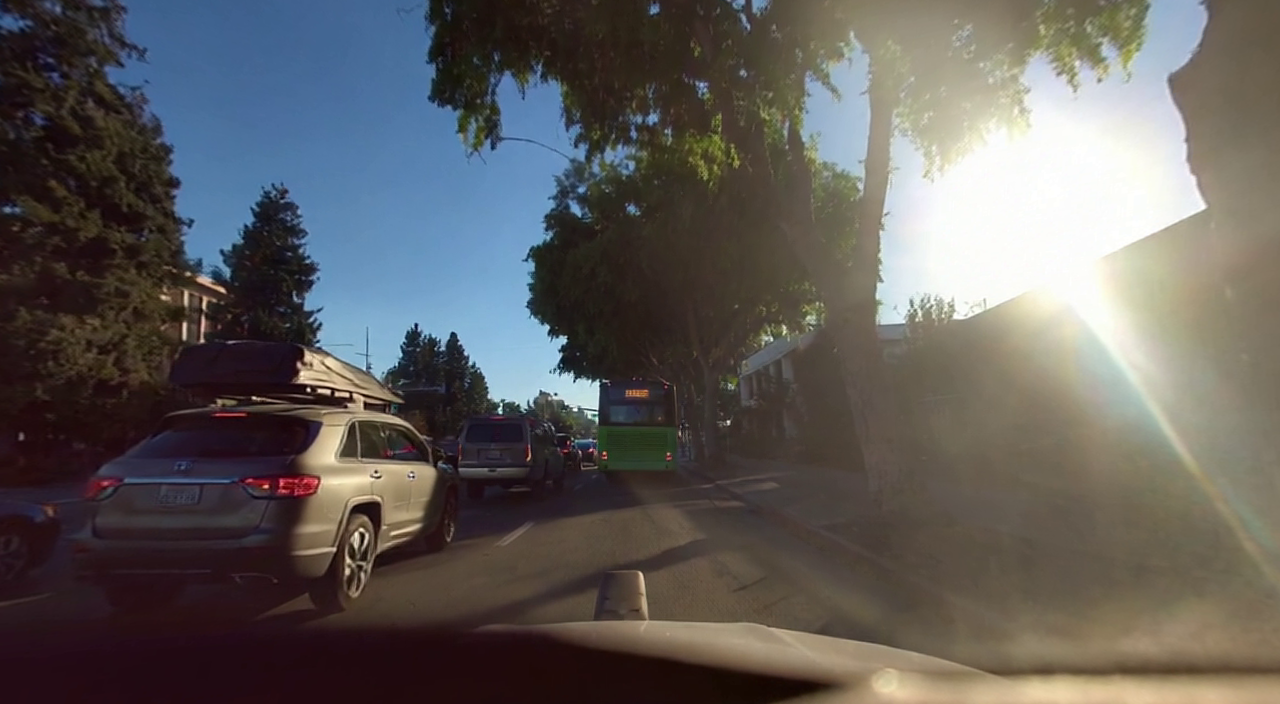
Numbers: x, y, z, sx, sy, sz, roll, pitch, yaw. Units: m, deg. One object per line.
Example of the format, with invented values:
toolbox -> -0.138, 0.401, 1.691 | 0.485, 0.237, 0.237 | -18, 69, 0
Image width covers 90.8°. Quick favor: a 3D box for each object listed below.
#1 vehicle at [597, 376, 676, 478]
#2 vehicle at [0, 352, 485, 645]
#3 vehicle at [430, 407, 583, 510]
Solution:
vehicle -> -0.125, 3.744, 30.111 | 2.970, 3.857, 12.200 | 0, -9, 0
vehicle -> -3.355, 1.316, 6.667 | 2.095, 1.892, 5.043 | 0, -9, 1
vehicle -> -3.045, 2.652, 16.147 | 2.546, 2.125, 5.869 | 0, -9, 1
